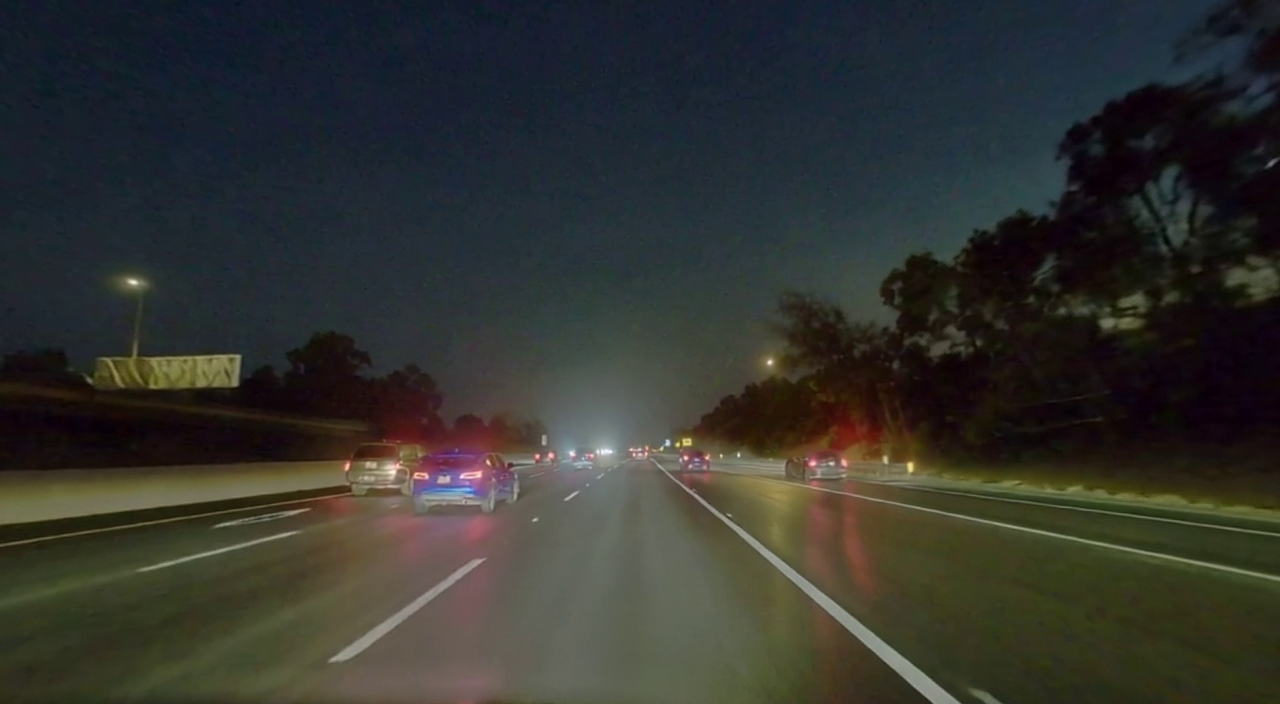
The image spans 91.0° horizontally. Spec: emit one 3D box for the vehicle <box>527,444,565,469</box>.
[{"bbox_3d":[-6.937,7.781,46.992,2.111,1.811,4.391,0,-9,1],"label":"vehicle"}]

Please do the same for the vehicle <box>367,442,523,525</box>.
[{"bbox_3d":[-3.997,2.759,13.823,1.988,1.506,4.416,0,-9,0],"label":"vehicle"}]

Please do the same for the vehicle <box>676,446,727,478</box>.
[{"bbox_3d":[3.110,5.685,32.726,2.141,1.507,4.510,0,-9,0],"label":"vehicle"}]

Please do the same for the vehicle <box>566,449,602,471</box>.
[{"bbox_3d":[-3.823,7.473,43.708,2.071,1.478,4.130,0,-9,0],"label":"vehicle"}]
